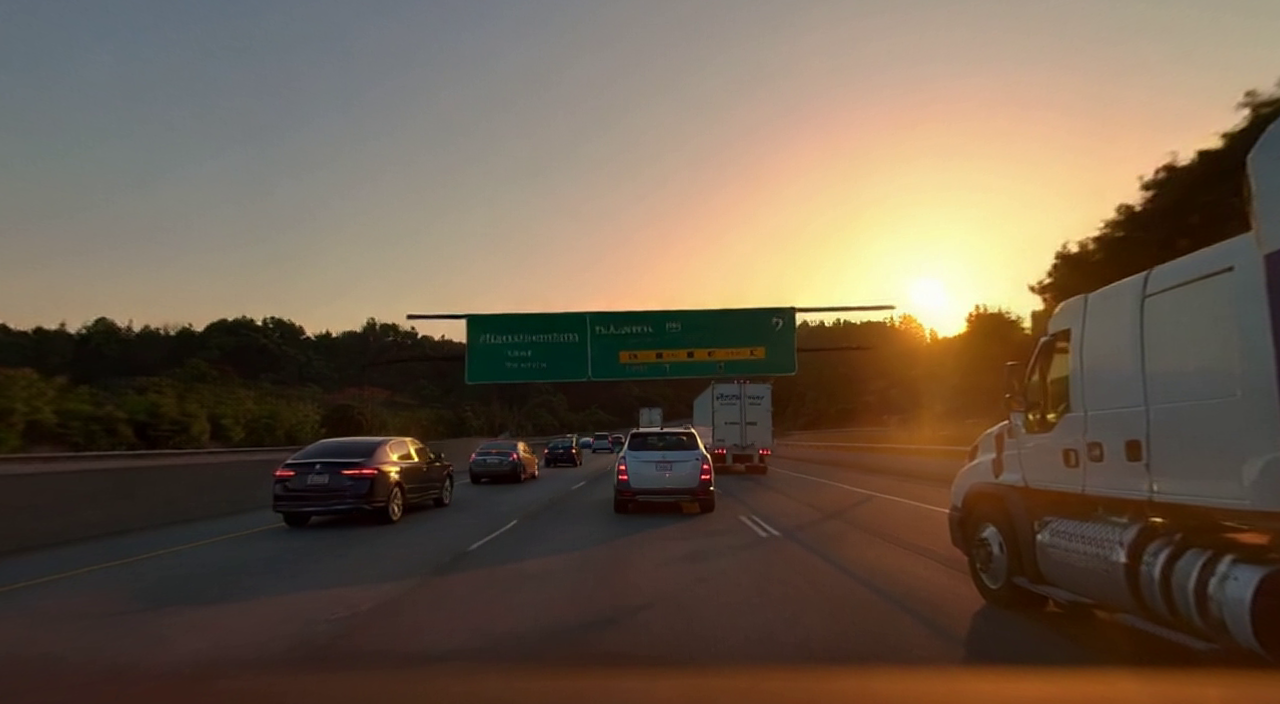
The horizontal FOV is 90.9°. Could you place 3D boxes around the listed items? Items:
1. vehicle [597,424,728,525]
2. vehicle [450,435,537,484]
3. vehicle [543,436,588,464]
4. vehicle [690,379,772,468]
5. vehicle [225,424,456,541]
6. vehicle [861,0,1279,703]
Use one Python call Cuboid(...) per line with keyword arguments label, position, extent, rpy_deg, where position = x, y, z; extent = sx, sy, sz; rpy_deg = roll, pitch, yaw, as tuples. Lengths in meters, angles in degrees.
Cuboid(label="vehicle", position=(0.350, 2.096, 11.346), extent=(1.973, 1.505, 3.568), rpy_deg=(0, -8, 0))
Cuboid(label="vehicle", position=(-4.748, 3.525, 21.055), extent=(1.880, 1.458, 3.978), rpy_deg=(0, -8, 1))
Cuboid(label="vehicle", position=(-4.186, 5.564, 36.052), extent=(1.887, 1.493, 4.411), rpy_deg=(0, -8, 1))
Cuboid(label="vehicle", position=(4.773, 4.269, 36.285), extent=(2.892, 4.101, 14.252), rpy_deg=(0, -8, 1))
Cuboid(label="vehicle", position=(-4.459, 1.950, 10.111), extent=(1.821, 1.514, 3.677), rpy_deg=(0, -8, 1))
Cuboid(label="vehicle", position=(4.030, -0.053, 4.011), extent=(2.982, 3.860, 6.011), rpy_deg=(0, -8, 0))
